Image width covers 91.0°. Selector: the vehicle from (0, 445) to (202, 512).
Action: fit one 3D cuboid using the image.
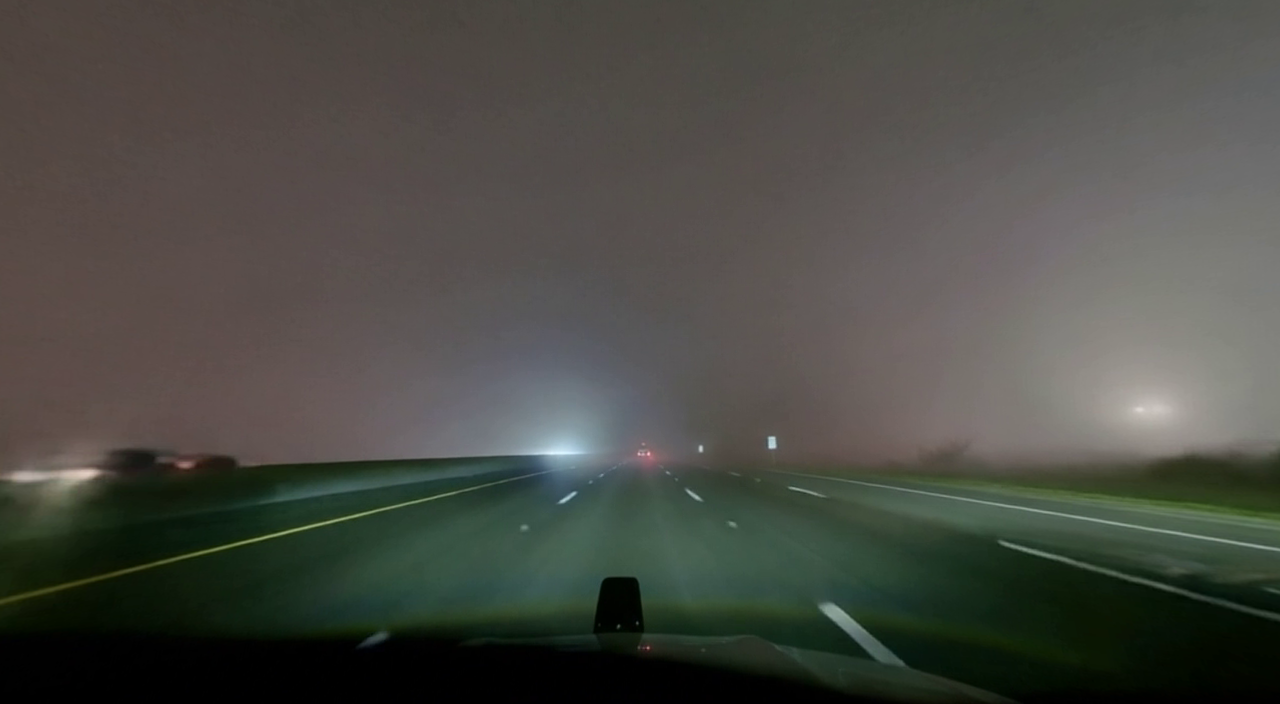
[{"bbox_3d":[-17.557,3.977,20.539,2.230,1.847,5.795,0,-9,1],"label":"vehicle"}]
